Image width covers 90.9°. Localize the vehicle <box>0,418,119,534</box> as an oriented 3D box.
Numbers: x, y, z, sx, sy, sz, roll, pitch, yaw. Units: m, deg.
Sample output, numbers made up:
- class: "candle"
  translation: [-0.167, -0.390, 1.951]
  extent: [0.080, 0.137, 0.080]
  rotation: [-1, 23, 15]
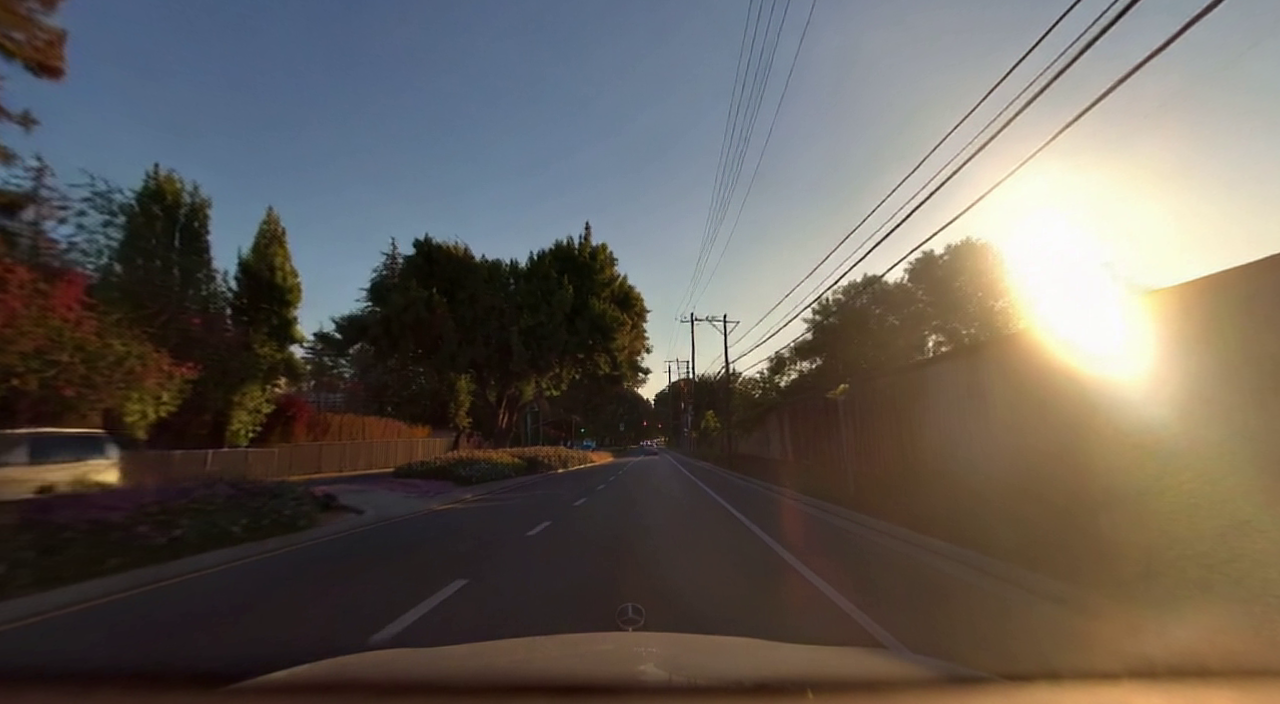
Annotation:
- class: "vehicle"
  translation: [-11.161, 1.976, 10.001]
  extent: [2.044, 1.815, 4.244]
  rotation: [0, -8, 1]
